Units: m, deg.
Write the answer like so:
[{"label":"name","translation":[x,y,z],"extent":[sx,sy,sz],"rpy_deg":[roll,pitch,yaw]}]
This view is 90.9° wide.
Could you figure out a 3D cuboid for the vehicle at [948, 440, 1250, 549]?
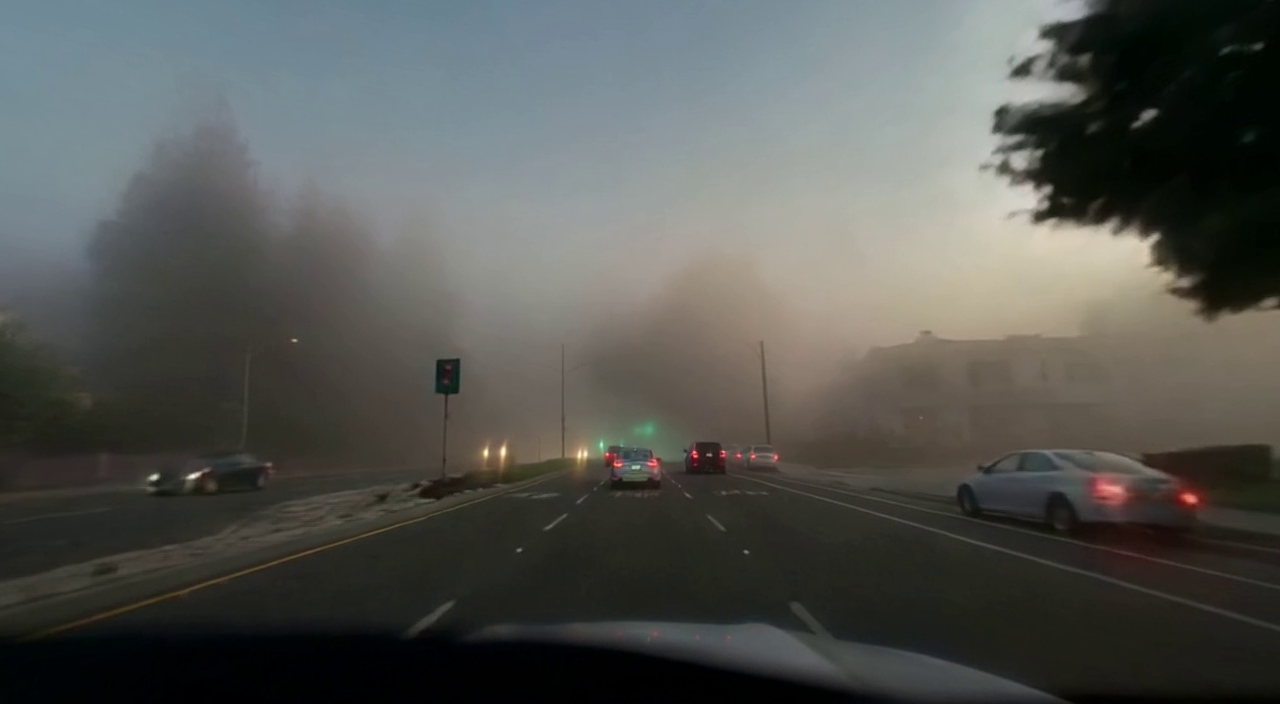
[{"label":"vehicle","translation":[7.485,2.311,11.009],"extent":[1.980,1.497,4.345],"rpy_deg":[0,-8,0]}]

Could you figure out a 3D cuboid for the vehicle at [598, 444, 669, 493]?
[{"label":"vehicle","translation":[-0.213,3.822,21.099],"extent":[2.140,1.474,4.026],"rpy_deg":[0,-8,0]}]

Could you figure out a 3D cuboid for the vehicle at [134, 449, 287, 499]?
[{"label":"vehicle","translation":[-14.502,4.104,21.701],"extent":[1.901,1.468,4.689],"rpy_deg":[0,-8,1]}]

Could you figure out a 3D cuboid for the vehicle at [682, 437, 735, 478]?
[{"label":"vehicle","translation":[3.264,5.149,31.003],"extent":[2.073,1.822,4.276],"rpy_deg":[0,-8,0]}]

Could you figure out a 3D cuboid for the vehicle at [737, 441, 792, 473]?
[{"label":"vehicle","translation":[7.582,6.466,38.865],"extent":[2.184,1.786,5.497],"rpy_deg":[1,-10,-1]}]
